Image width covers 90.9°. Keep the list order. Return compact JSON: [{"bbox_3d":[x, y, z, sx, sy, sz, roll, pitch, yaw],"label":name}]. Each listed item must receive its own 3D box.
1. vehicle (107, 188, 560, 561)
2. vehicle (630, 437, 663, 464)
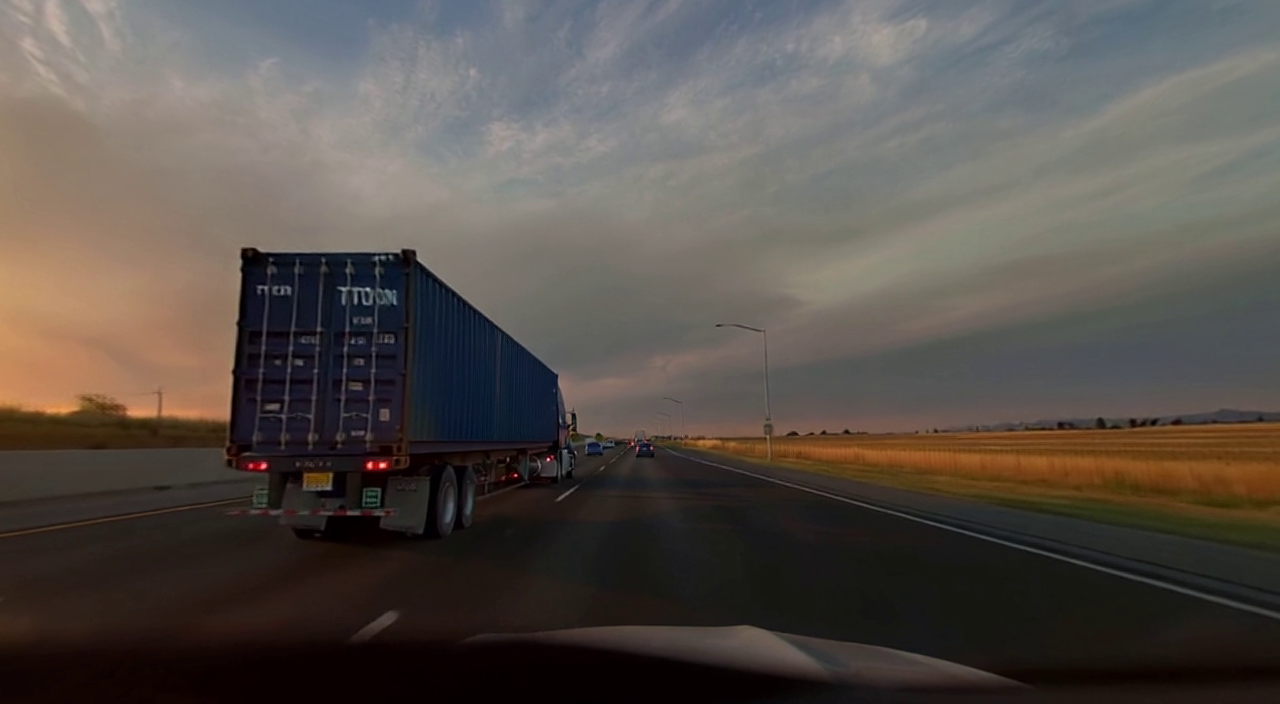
[{"bbox_3d":[-4.044,1.135,13.430,2.840,4.032,13.388,0,-8,1],"label":"vehicle"},{"bbox_3d":[0.422,6.644,42.843,2.136,1.718,4.157,0,-8,0],"label":"vehicle"}]
